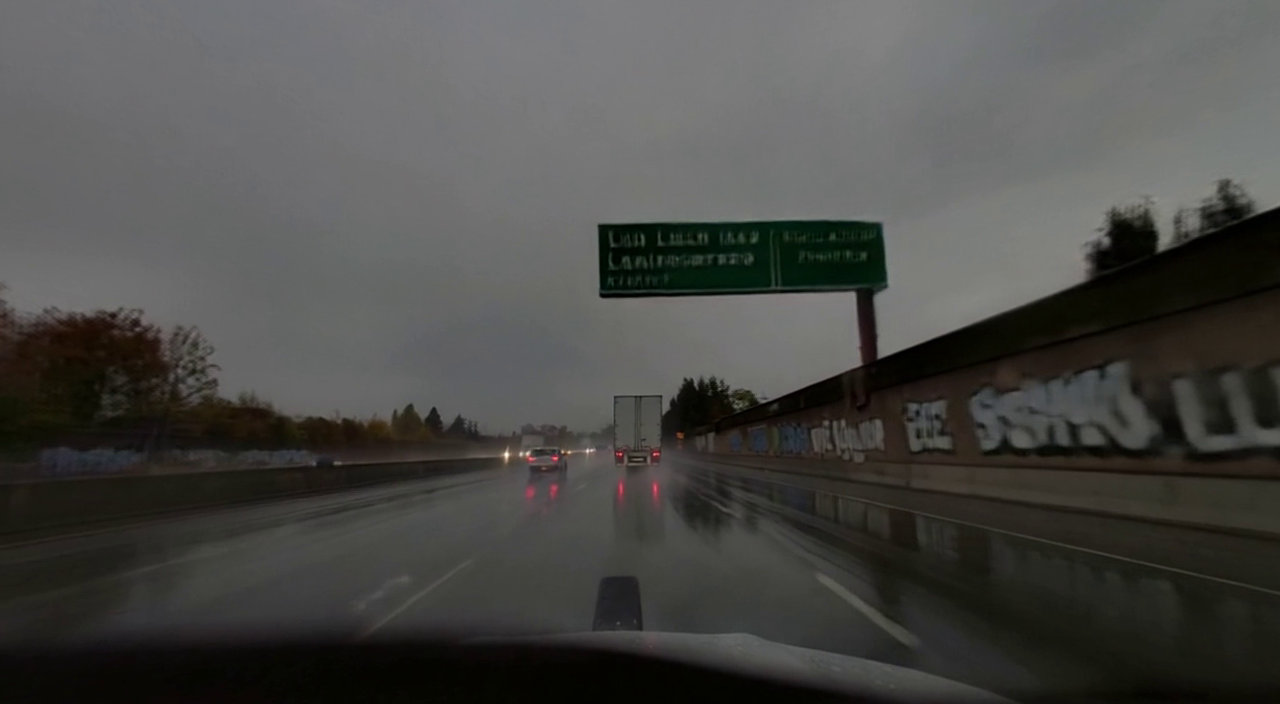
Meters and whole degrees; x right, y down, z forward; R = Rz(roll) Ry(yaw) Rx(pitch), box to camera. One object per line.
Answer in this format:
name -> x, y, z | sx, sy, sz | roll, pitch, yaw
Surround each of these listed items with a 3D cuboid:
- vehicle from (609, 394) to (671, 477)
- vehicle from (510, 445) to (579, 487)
vehicle -> -0.075, 4.929, 36.139 | 3.042, 4.023, 10.832 | 0, -9, -1
vehicle -> -3.746, 4.544, 25.271 | 2.158, 1.538, 4.047 | 0, -9, 0
